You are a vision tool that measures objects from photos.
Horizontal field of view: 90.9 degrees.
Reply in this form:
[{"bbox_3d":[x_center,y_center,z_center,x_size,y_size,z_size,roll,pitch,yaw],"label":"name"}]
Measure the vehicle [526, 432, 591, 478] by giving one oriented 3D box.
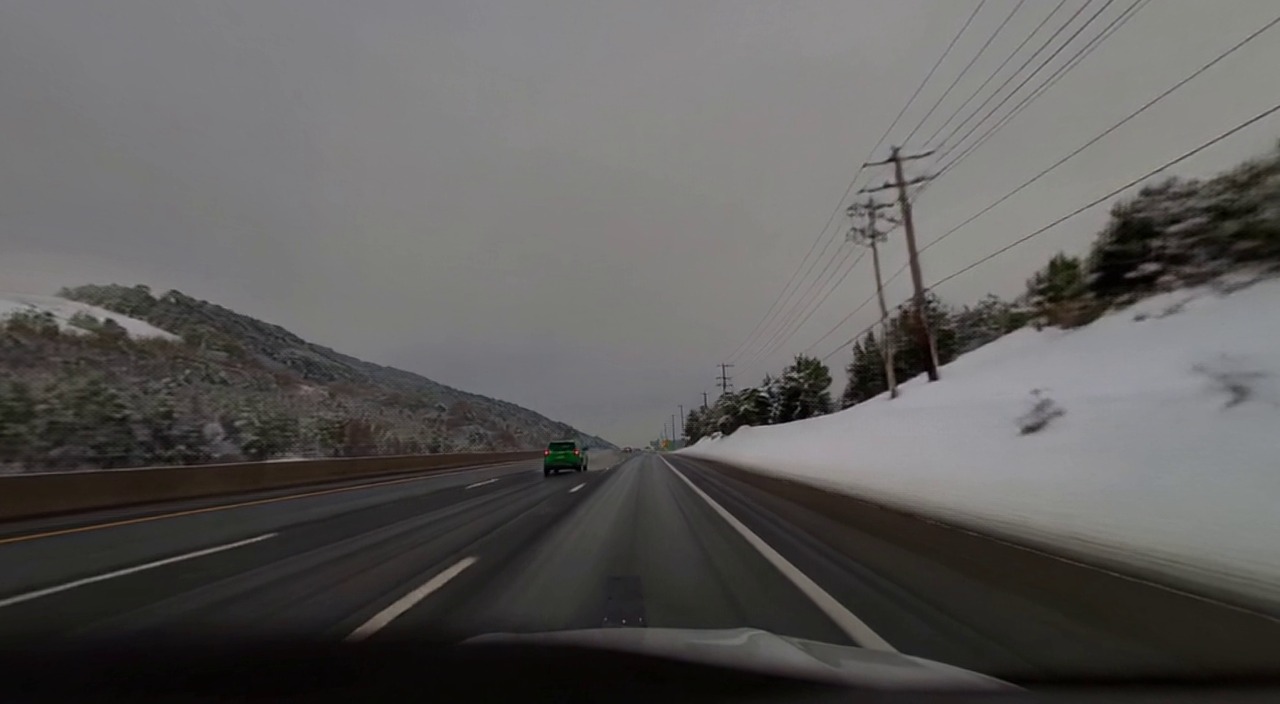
[{"bbox_3d":[-3.484,4.483,27.768,2.136,1.845,4.515,0,-8,2],"label":"vehicle"}]
